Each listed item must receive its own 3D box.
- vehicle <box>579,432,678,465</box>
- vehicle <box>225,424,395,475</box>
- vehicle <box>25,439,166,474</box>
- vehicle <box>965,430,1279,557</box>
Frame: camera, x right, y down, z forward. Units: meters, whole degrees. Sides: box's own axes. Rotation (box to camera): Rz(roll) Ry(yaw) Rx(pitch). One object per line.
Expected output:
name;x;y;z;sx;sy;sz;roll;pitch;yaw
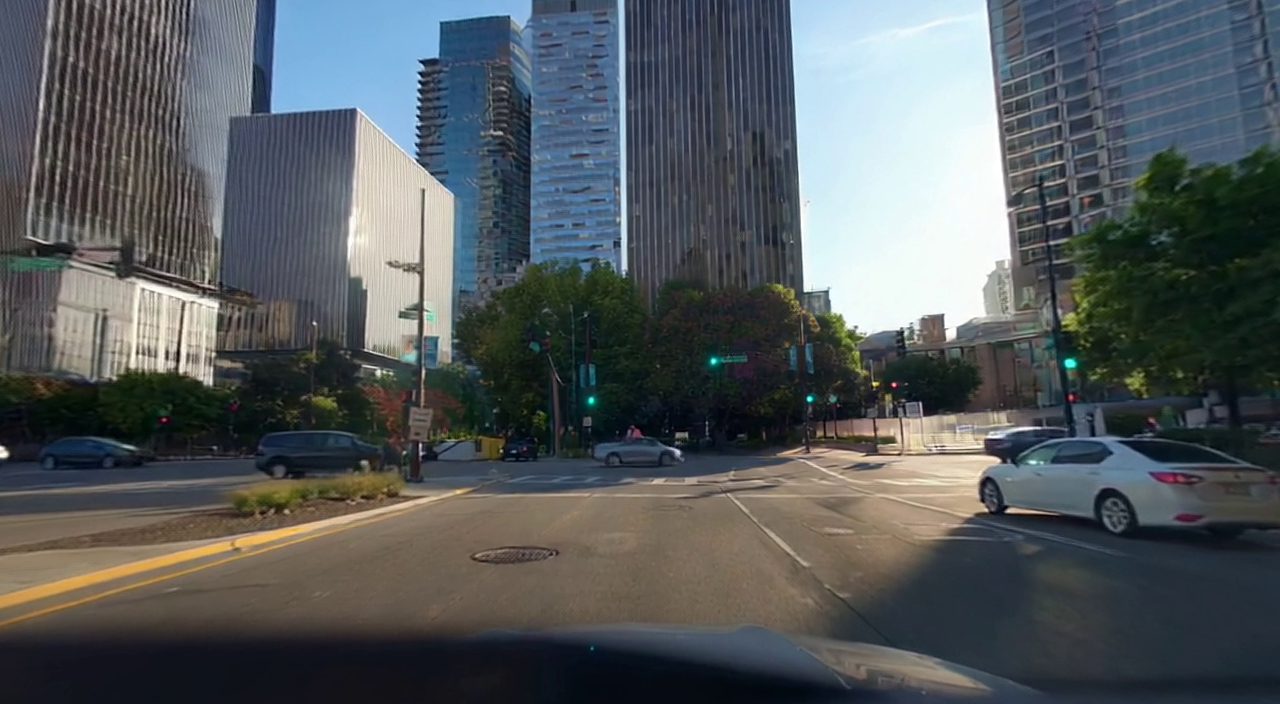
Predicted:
vehicle;-0.569;4.524;29.740;4.503;1.475;1.789;0;-8;-3
vehicle;-13.260;3.946;25.721;5.659;1.967;2.149;0;-8;-3
vehicle;-24.315;4.663;28.352;4.482;1.492;1.805;0;-8;-3
vehicle;7.438;2.050;10.015;1.936;1.489;4.885;0;-8;0
